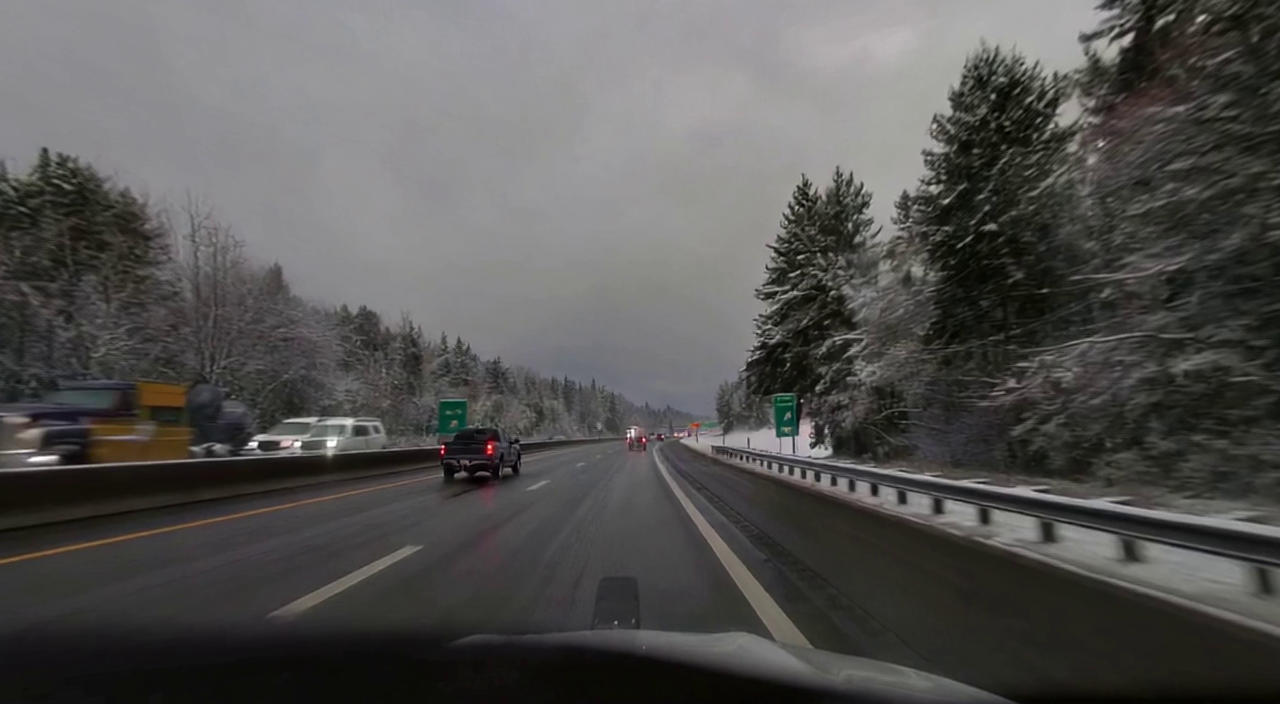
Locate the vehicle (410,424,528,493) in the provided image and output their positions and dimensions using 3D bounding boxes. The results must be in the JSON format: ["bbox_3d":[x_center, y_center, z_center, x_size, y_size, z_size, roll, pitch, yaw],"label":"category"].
[{"bbox_3d":[-4.559,2.898,17.520,2.075,1.653,4.317,0,-8,0],"label":"vehicle"}]

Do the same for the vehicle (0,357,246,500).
[{"bbox_3d":[-17.579,2.588,20.322,3.008,3.569,10.281,-1,-8,0],"label":"vehicle"}]

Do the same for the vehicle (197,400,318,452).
[{"bbox_3d":[-17.463,3.502,29.147,2.190,2.143,5.329,-1,-8,1],"label":"vehicle"}]
